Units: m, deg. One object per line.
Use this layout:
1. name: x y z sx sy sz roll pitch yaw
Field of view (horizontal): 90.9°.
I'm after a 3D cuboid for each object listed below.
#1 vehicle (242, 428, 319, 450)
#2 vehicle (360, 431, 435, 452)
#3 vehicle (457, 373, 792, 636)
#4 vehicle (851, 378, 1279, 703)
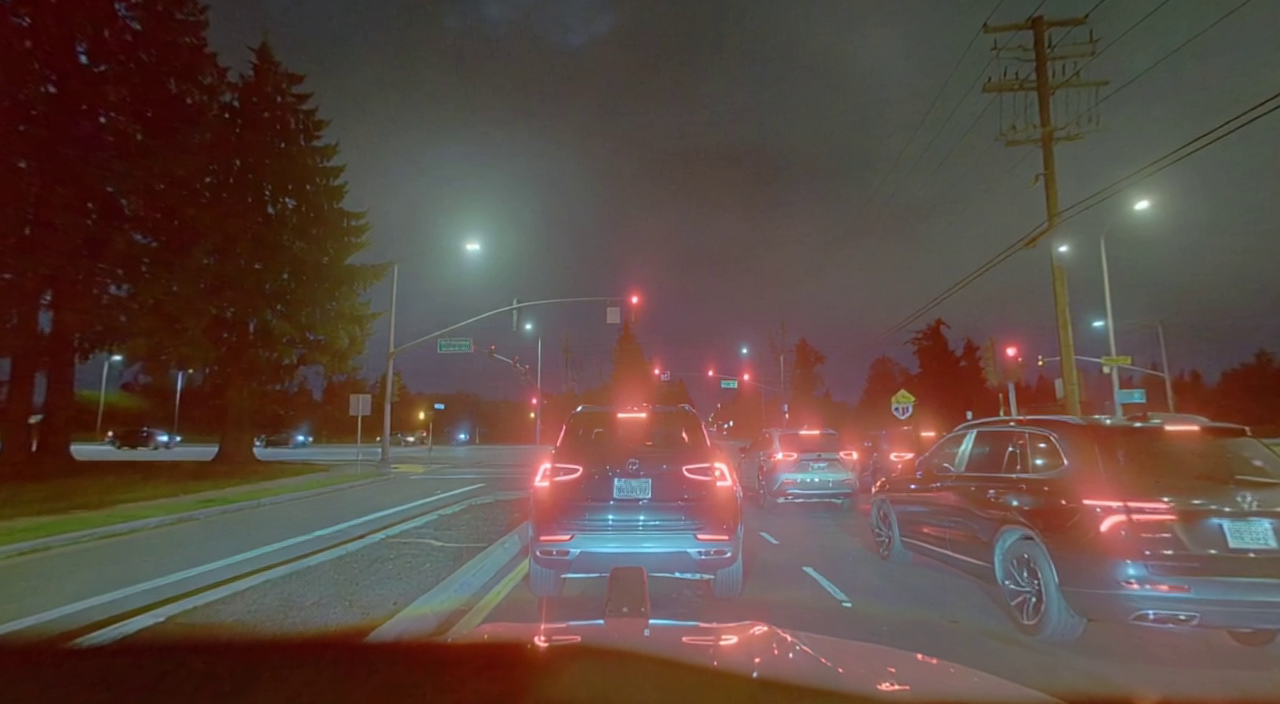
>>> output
1. vehicle: -26.852 6.524 47.203 4.587 1.639 1.878 0 -8 0
2. vehicle: -17.768 6.554 46.354 4.607 1.478 1.995 0 -8 0
3. vehicle: -0.142 1.357 6.597 2.271 1.786 4.443 0 -8 -1
4. vehicle: 3.554 1.298 5.554 1.948 1.677 4.437 0 -8 2
